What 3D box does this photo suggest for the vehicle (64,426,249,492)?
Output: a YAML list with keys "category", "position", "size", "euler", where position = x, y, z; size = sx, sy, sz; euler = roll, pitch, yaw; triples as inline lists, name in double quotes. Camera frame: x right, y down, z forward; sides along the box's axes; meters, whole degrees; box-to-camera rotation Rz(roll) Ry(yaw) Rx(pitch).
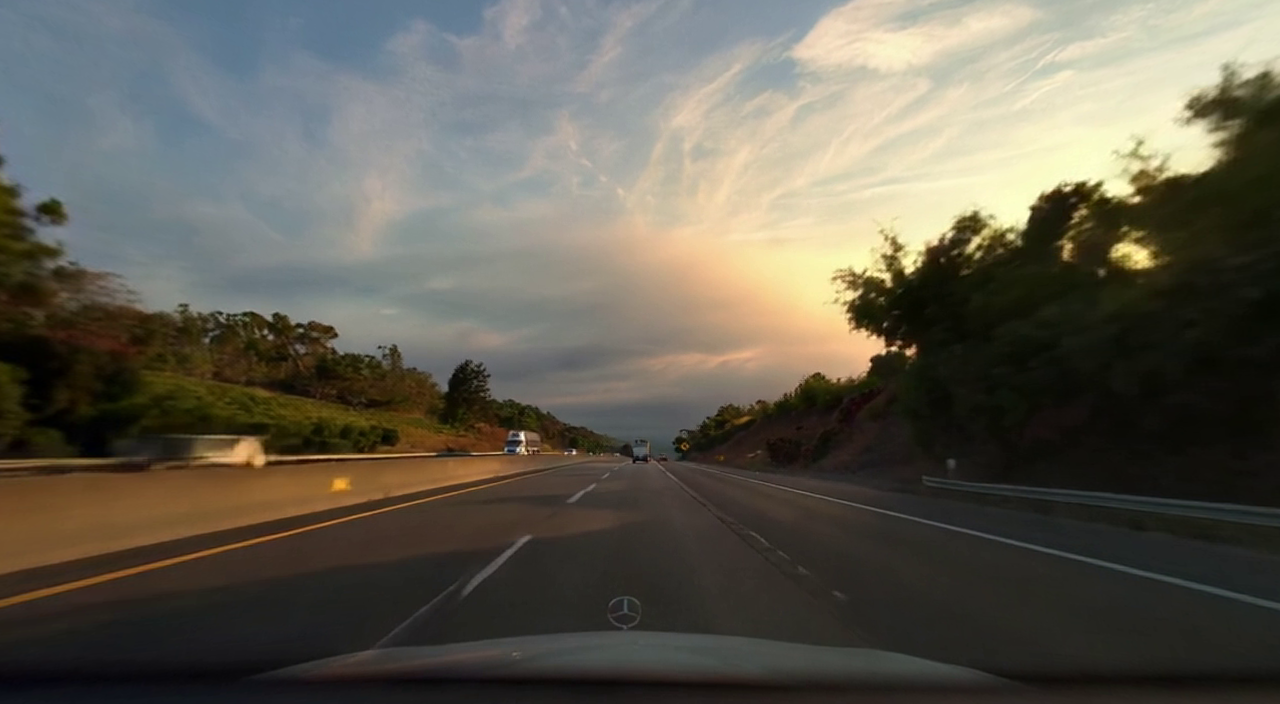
- category: "vehicle"
  position: [-15.169, 3.408, 20.239]
  size: [2.039, 1.831, 4.817]
  euler: [0, -9, 0]
